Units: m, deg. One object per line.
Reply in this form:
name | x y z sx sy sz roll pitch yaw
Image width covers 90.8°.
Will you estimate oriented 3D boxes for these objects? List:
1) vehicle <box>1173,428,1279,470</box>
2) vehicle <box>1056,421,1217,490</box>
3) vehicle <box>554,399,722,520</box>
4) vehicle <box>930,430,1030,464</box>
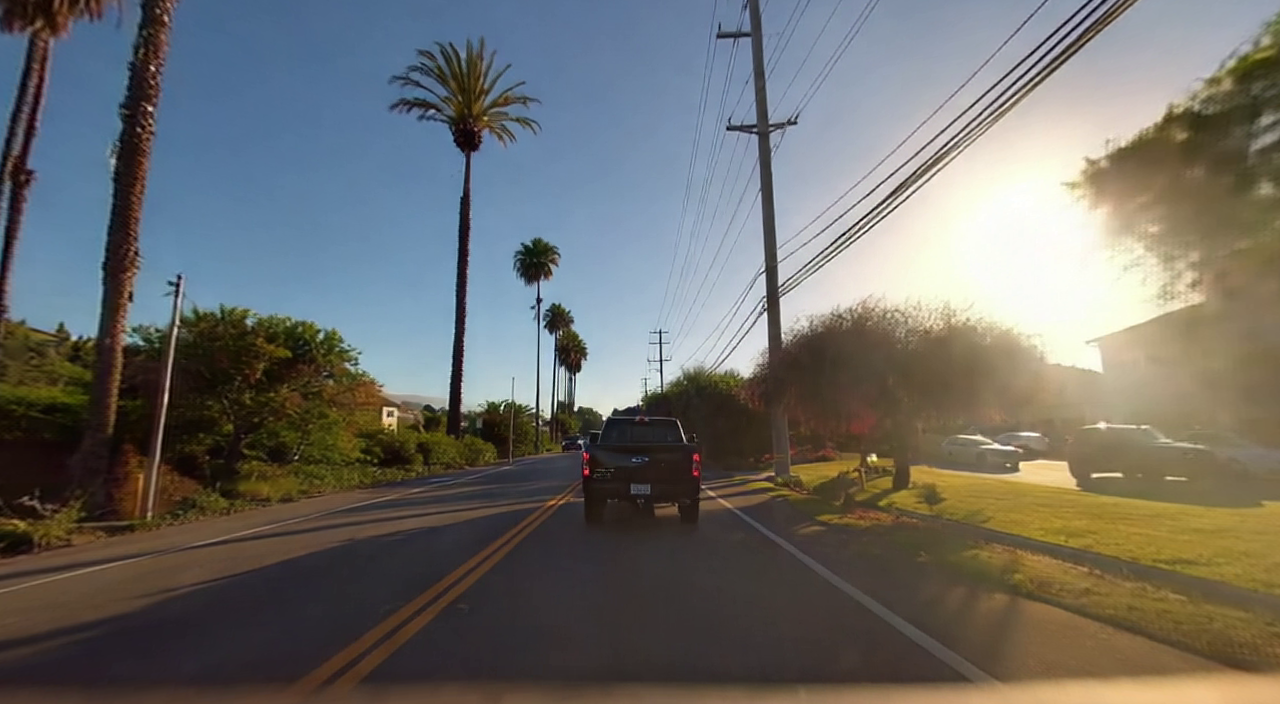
vehicle | 24.470 3.904 25.444 4.314 1.553 1.948 0 -11 -7
vehicle | 16.061 3.379 20.976 2.338 1.917 6.076 -3 -9 20
vehicle | -0.040 2.278 13.785 2.848 2.047 5.885 0 -8 0
vehicle | 20.380 5.756 38.337 2.277 1.836 6.267 0 -9 -4
